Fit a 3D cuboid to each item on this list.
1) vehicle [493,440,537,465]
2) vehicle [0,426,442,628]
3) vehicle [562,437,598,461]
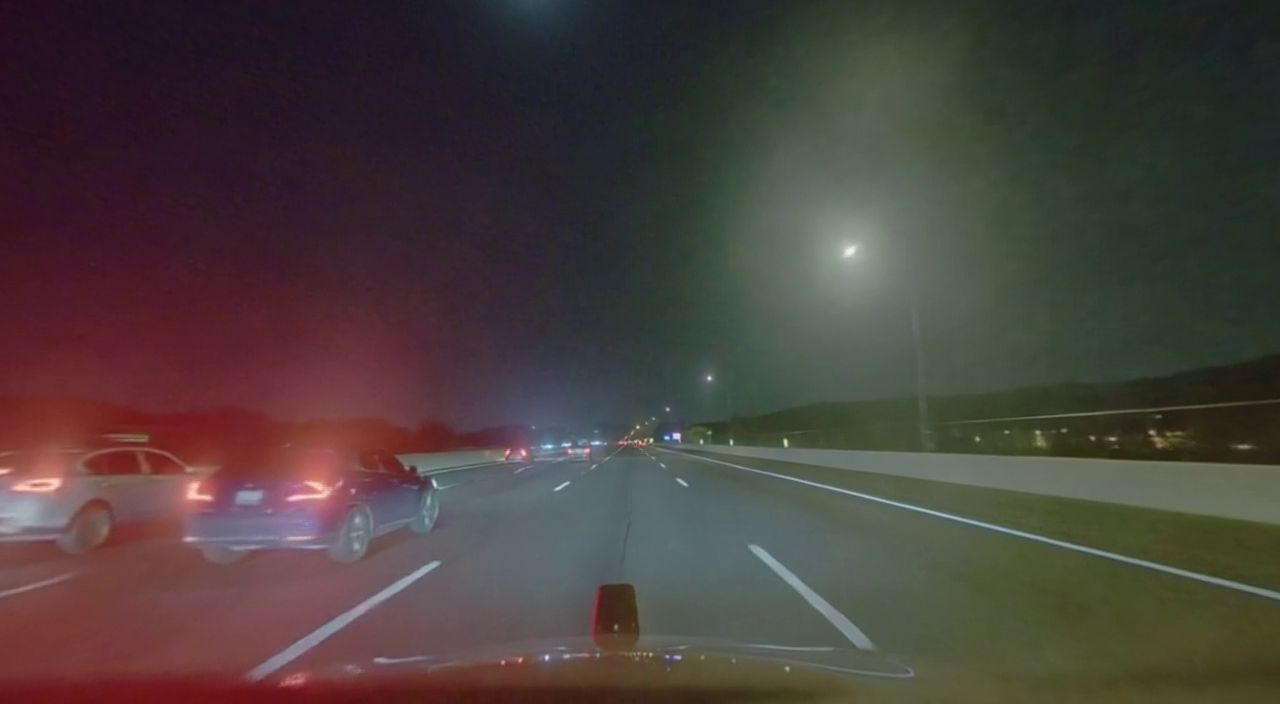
[{"bbox_3d":[-8.074,6.553,41.189,1.924,1.519,4.791,0,-8,0],"label":"vehicle"},{"bbox_3d":[-4.024,1.645,7.124,2.044,1.479,4.745,0,-8,0],"label":"vehicle"},{"bbox_3d":[-4.422,7.220,46.865,2.200,1.662,5.091,-1,-8,0],"label":"vehicle"}]
